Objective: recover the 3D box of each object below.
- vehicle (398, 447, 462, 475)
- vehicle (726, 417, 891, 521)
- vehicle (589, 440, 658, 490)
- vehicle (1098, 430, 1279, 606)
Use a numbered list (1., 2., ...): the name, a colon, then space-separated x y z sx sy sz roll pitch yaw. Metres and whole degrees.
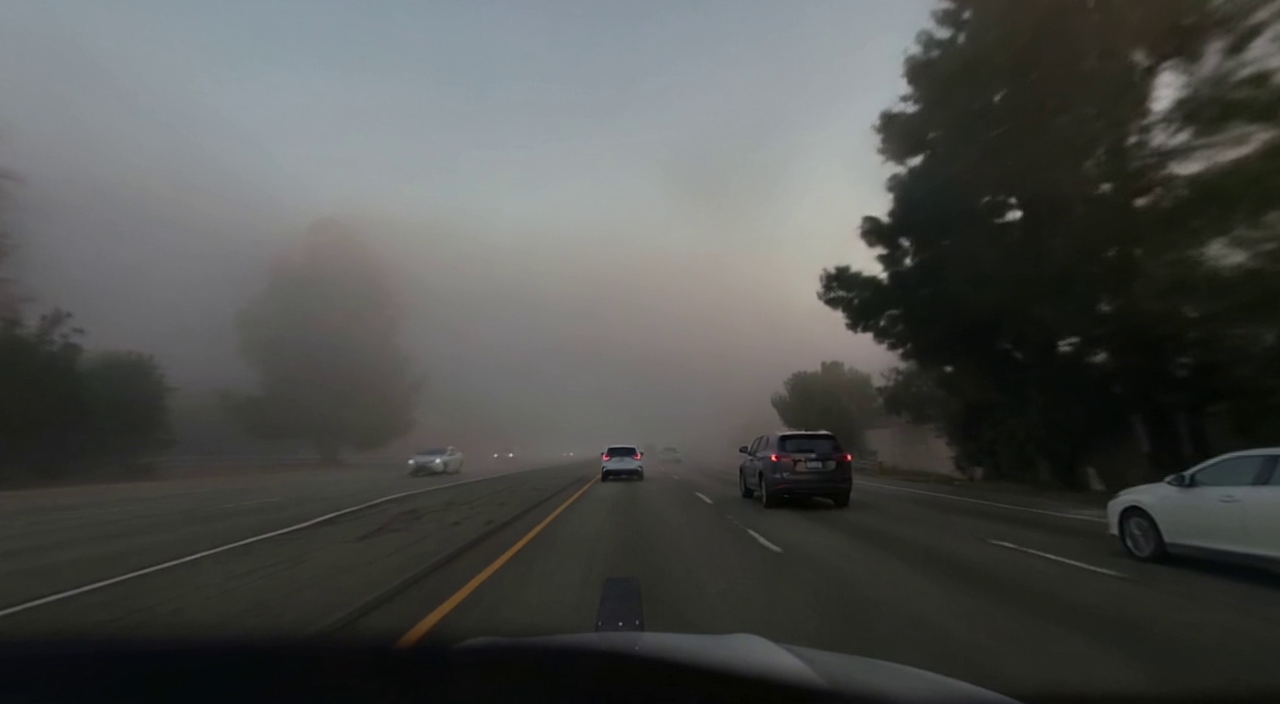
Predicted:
1. vehicle: -11.486 5.972 34.911 2.022 1.447 4.427 0 -8 0
2. vehicle: 3.322 2.421 13.589 2.186 1.842 4.553 0 -9 -1
3. vehicle: -0.502 3.640 20.689 2.040 1.451 3.736 0 -9 0
4. vehicle: 6.601 1.339 4.951 2.434 1.467 4.726 0 -8 -1
